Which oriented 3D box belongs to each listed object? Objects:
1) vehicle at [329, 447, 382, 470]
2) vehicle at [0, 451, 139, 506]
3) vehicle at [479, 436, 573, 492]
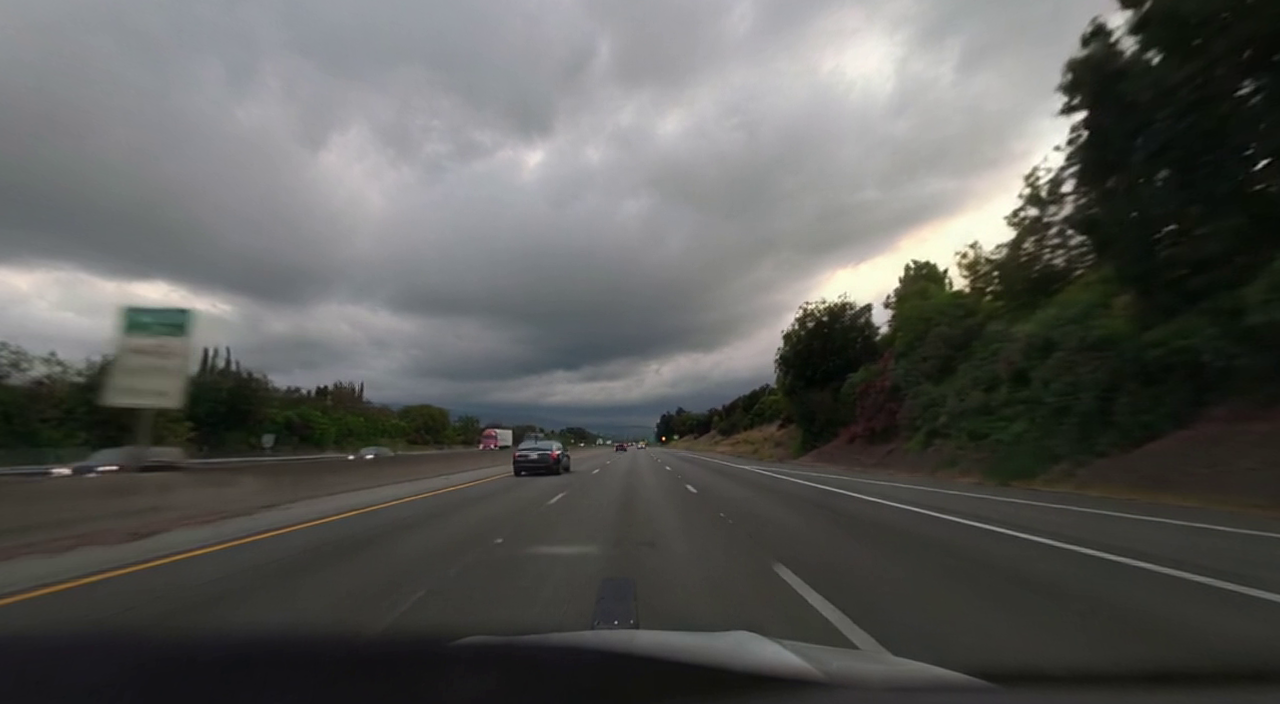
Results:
[{"bbox_3d":[-20.273,7.554,45.002,1.918,1.521,4.021,0,-8,-1],"label":"vehicle"},{"bbox_3d":[-18.495,3.916,19.855,1.868,1.466,4.235,-1,-8,1],"label":"vehicle"},{"bbox_3d":[-3.501,3.526,20.248,2.158,1.562,4.373,-1,-8,1],"label":"vehicle"}]
